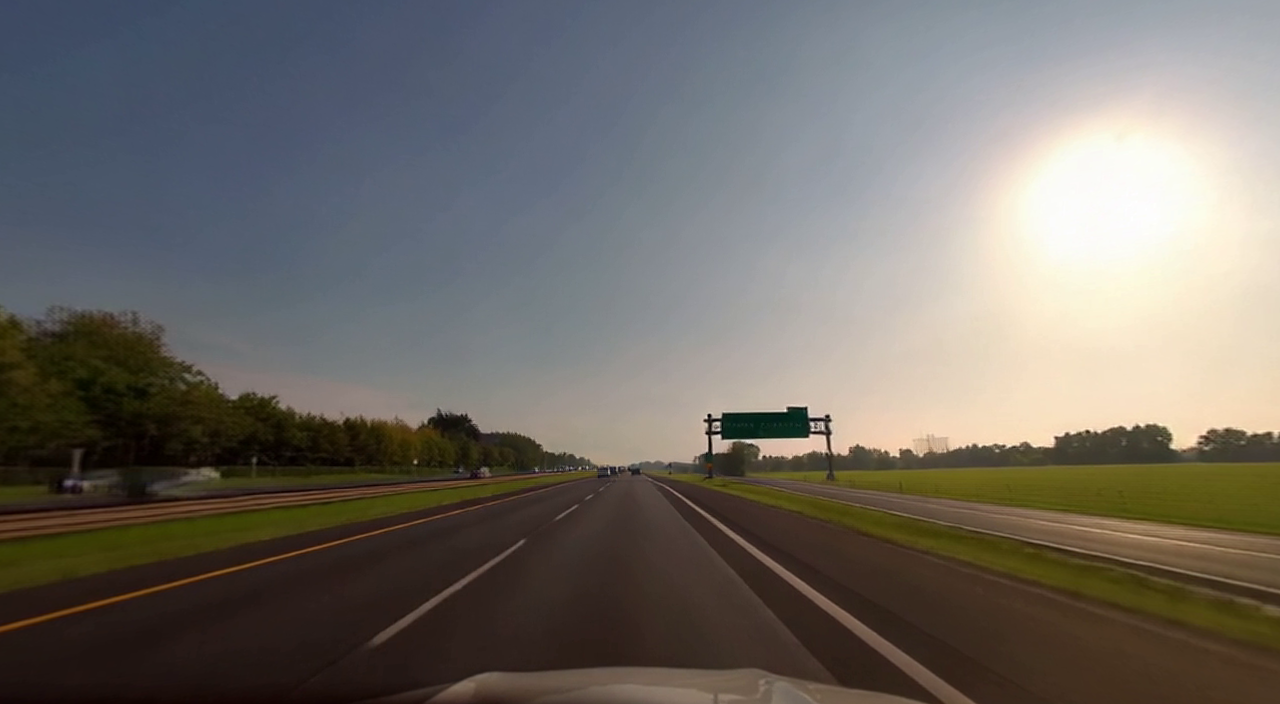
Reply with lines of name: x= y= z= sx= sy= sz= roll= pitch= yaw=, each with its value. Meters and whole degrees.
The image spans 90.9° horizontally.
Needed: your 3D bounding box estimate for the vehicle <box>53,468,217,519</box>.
vehicle: x=-16.446 y=4.593 z=20.869 sx=1.791 sy=1.452 sz=4.326 roll=1 pitch=-11 yaw=1
